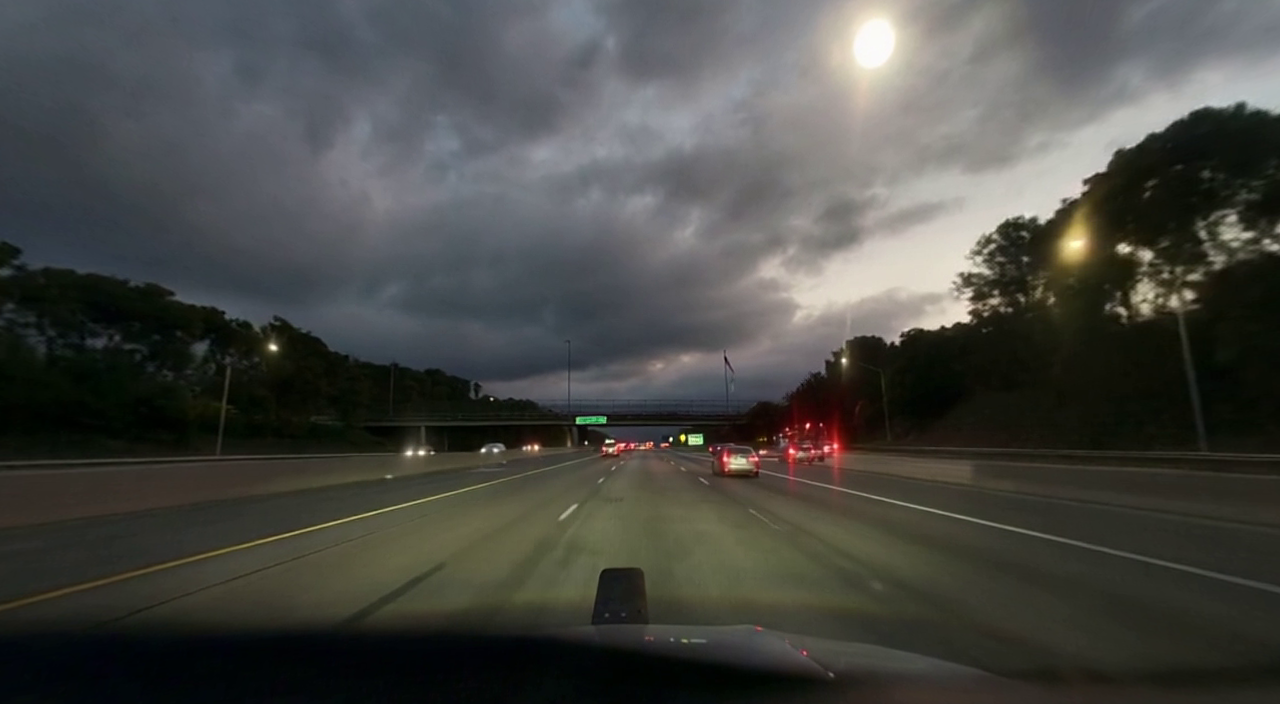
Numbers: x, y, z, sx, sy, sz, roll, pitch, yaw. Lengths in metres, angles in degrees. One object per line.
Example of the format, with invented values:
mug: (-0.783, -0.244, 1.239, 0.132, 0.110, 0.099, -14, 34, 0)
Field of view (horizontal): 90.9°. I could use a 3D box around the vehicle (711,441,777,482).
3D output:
vehicle: (4.096, 4.375, 25.582, 1.908, 1.483, 4.259, 0, -8, -1)
